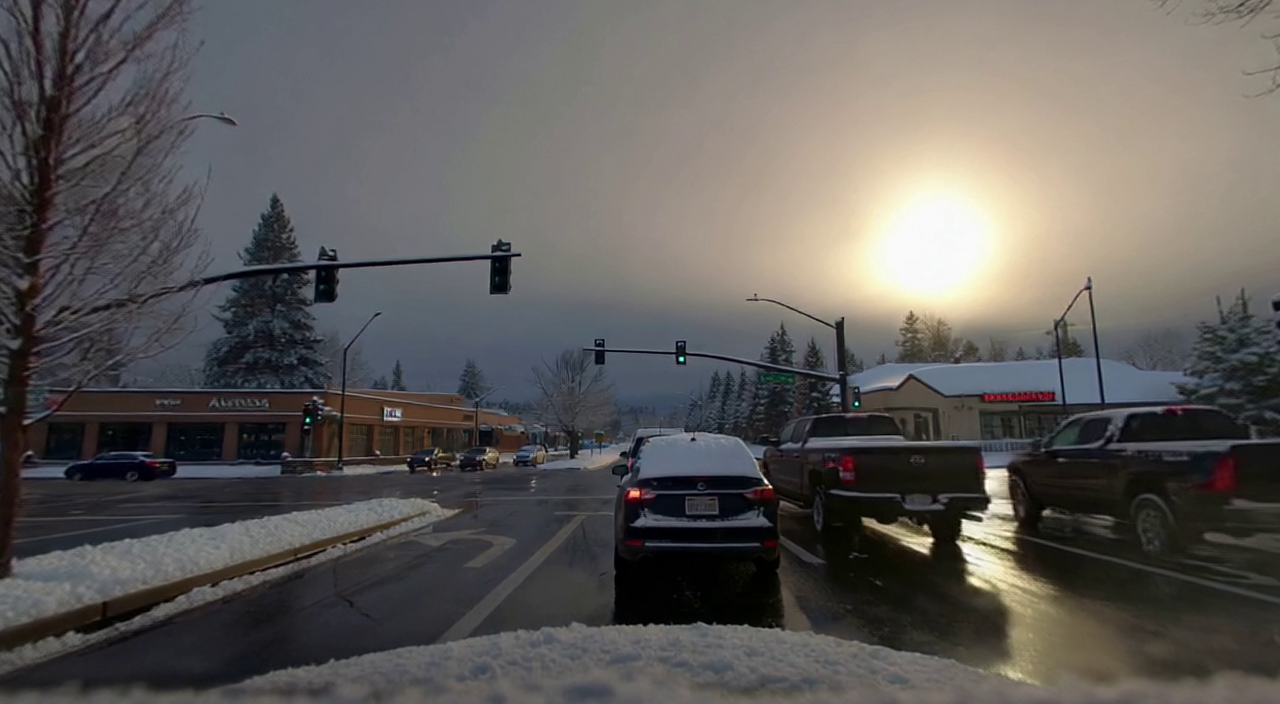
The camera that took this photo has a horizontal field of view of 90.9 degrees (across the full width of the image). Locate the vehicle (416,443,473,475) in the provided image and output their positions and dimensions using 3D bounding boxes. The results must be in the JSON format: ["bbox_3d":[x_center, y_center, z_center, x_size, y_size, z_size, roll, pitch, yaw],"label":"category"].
[{"bbox_3d":[-11.940,6.531,38.842,1.991,1.844,4.393,0,-8,1],"label":"vehicle"}]

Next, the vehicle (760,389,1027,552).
[{"bbox_3d":[3.834,1.941,10.992,2.358,2.116,5.328,0,-8,-1],"label":"vehicle"}]

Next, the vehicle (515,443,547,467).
[{"bbox_3d":[-8.553,8.087,49.740,1.904,1.789,4.021,0,-8,-1],"label":"vehicle"}]

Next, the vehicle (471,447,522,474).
[{"bbox_3d":[-8.304,6.319,36.899,2.002,1.469,4.301,0,-8,-1],"label":"vehicle"}]

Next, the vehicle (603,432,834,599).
[{"bbox_3d":[0.610,1.716,7.494,2.038,1.447,3.756,0,-8,-3],"label":"vehicle"}]

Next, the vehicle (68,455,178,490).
[{"bbox_3d":[-29.085,6.739,35.562,4.789,1.828,2.025,-2,-9,10],"label":"vehicle"}]

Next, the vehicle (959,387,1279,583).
[{"bbox_3d":[7.270,1.756,9.234,2.323,2.009,5.266,0,-8,-1],"label":"vehicle"}]
